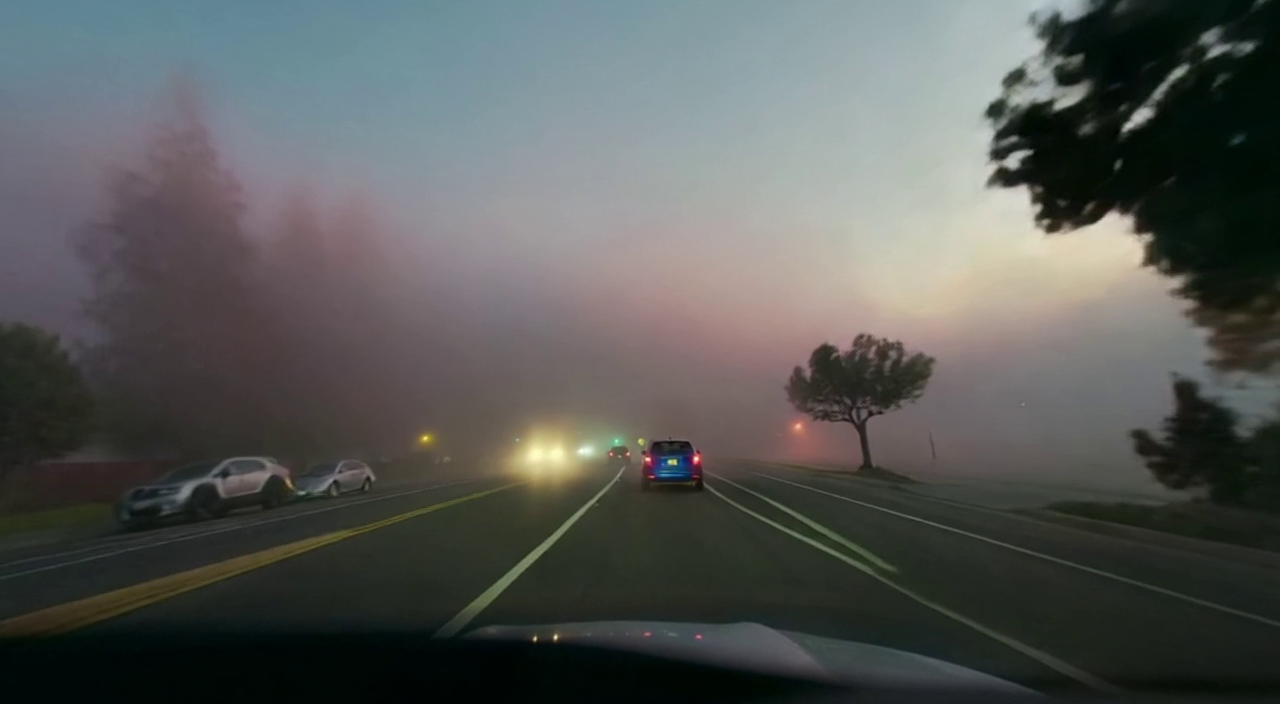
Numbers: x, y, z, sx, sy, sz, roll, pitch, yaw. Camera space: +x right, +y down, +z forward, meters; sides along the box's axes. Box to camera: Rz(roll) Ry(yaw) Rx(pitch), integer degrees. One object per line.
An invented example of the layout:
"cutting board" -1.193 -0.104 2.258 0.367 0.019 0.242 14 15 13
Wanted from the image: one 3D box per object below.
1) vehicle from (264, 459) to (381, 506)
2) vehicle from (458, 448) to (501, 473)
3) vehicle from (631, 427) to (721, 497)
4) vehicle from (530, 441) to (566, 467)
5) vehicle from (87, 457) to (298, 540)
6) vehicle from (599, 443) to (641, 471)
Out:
"vehicle" -11.512 4.743 23.305 1.831 1.464 4.520 0 -9 2
"vehicle" -11.925 8.070 47.247 2.188 1.813 4.478 0 -9 -2
"vehicle" 0.894 3.155 18.449 2.200 1.763 4.676 0 -9 -2
"vehicle" -7.193 8.040 49.788 2.146 1.912 4.878 0 -9 -1
"vehicle" -11.884 3.847 17.368 2.150 1.644 5.120 -6 -9 -1
"vehicle" -1.166 5.793 35.072 2.196 1.449 4.006 0 -9 -4
